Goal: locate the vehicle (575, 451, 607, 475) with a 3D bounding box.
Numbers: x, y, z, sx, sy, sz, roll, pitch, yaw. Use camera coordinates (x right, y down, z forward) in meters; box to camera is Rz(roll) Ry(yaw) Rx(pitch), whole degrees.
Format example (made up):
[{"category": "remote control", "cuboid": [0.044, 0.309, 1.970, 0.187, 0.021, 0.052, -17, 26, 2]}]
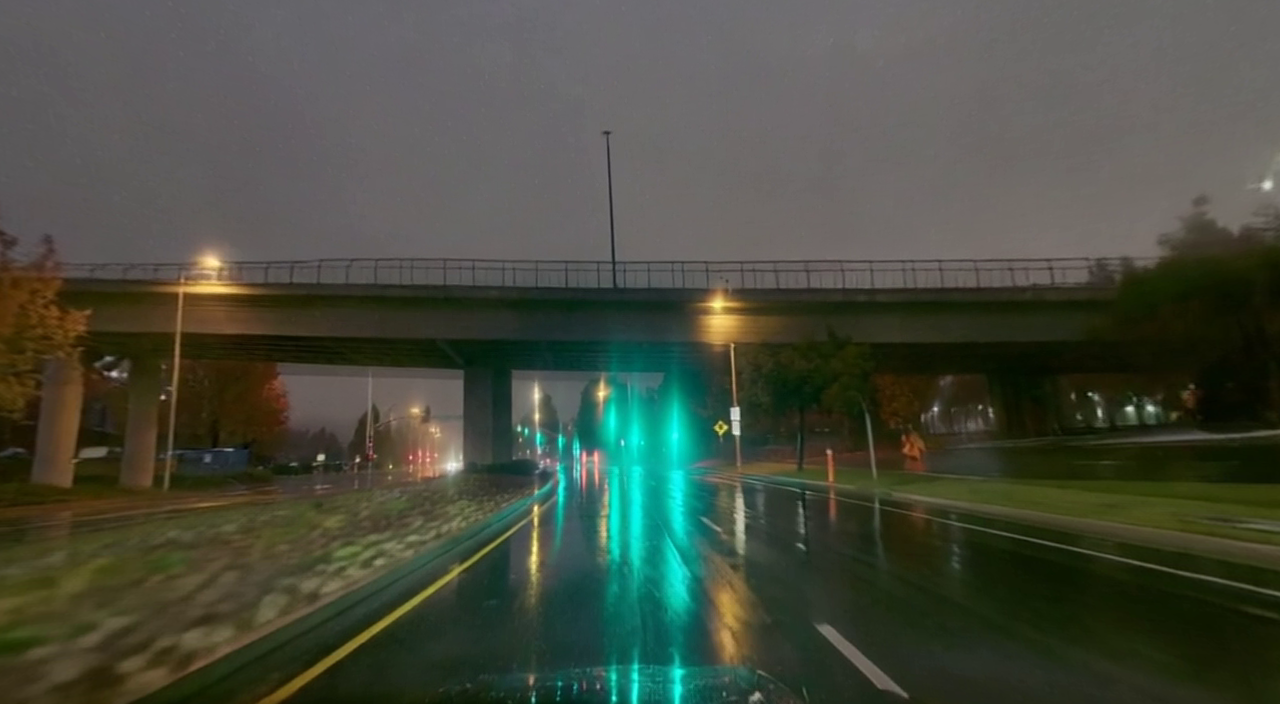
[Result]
[{"category": "vehicle", "cuboid": [-3.857, 8.558, 48.887, 2.184, 1.713, 4.231, 1, -9, -8]}]
